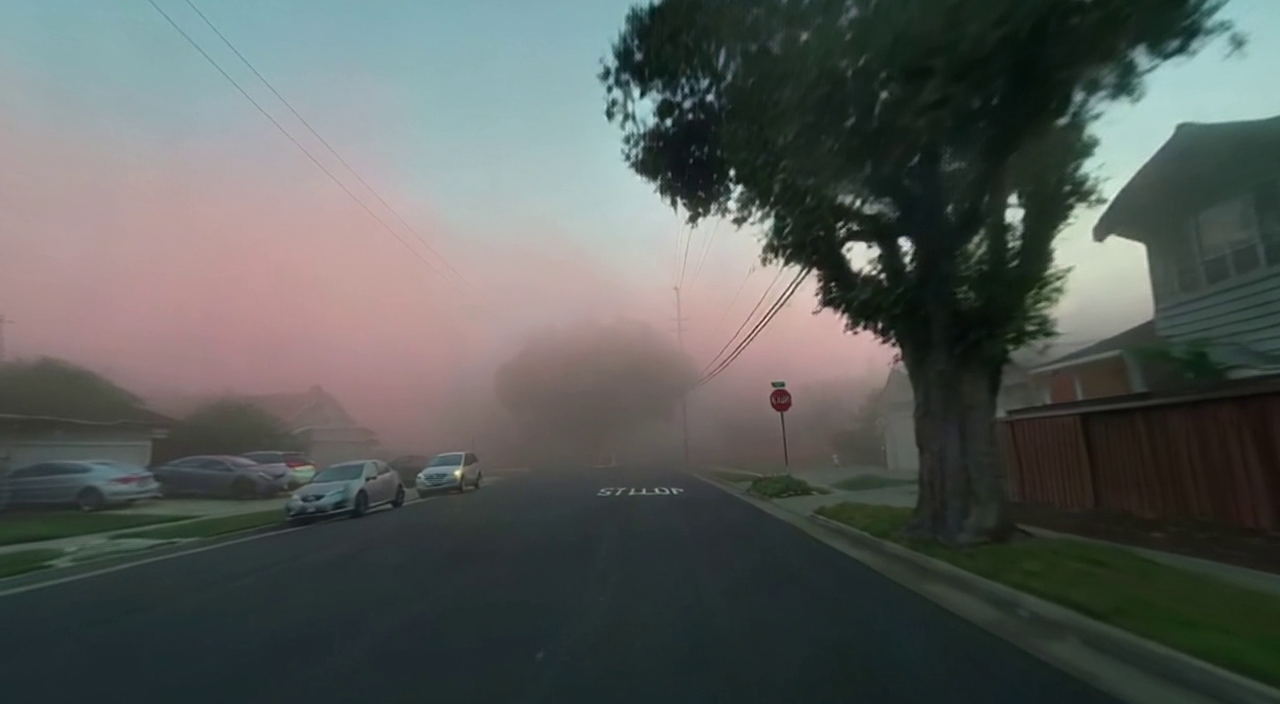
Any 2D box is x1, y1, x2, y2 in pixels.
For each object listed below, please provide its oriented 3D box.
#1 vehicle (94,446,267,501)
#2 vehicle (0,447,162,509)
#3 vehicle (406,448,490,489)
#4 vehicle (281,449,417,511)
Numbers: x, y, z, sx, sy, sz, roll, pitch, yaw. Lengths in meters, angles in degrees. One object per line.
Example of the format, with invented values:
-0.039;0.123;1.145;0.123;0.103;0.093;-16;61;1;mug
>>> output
-16.232;4.281;22.575;4.364;1.802;2.122;1;-8;-8;vehicle
-17.983;3.837;19.509;4.539;1.737;2.098;2;-9;-14;vehicle
-8.494;5.160;28.338;2.047;1.679;3.948;-1;-9;8;vehicle
-8.541;3.749;19.010;1.950;1.627;4.027;-1;-8;4;vehicle
